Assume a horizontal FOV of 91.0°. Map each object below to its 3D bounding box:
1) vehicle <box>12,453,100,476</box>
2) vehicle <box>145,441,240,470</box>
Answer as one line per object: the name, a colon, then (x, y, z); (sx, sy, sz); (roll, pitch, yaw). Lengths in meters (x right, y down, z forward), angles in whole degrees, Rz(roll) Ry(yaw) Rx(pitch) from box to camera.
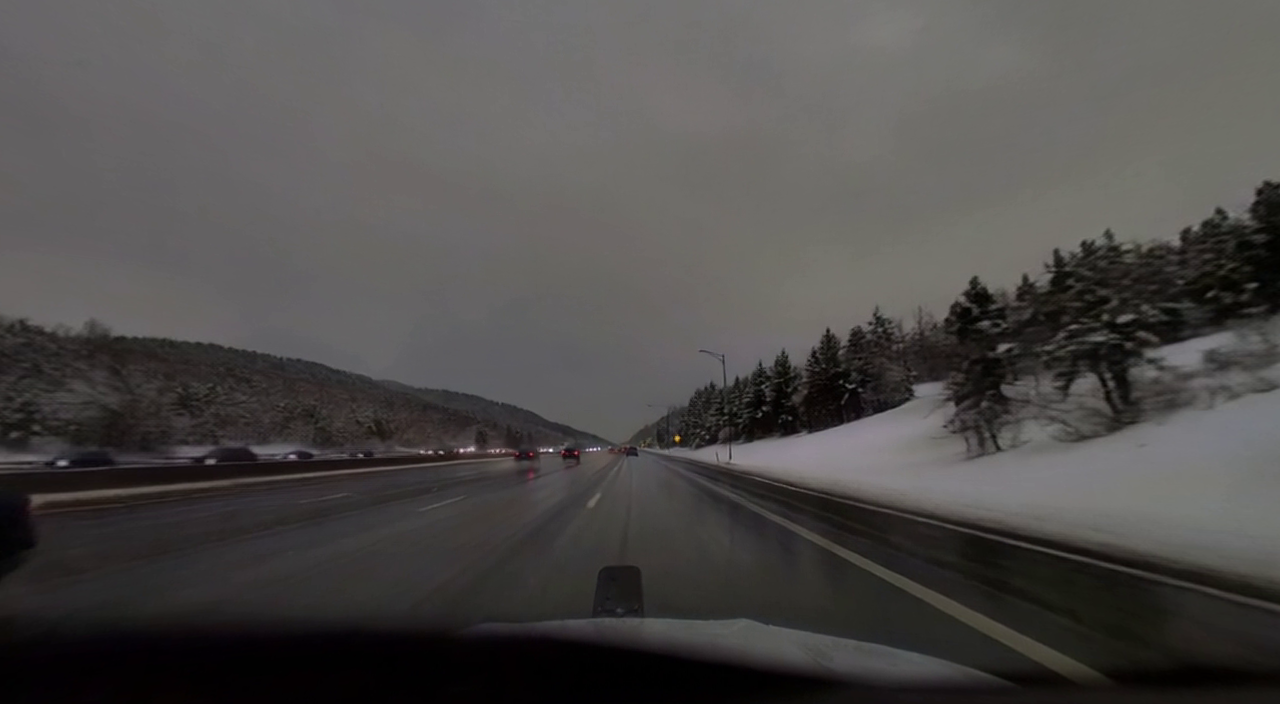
vehicle: (-41.242, 7.922, 44.622); (1.936, 1.481, 4.566); (0, -9, -2)
vehicle: (-29.220, 6.768, 41.361); (2.251, 1.716, 5.570); (0, -9, -2)
